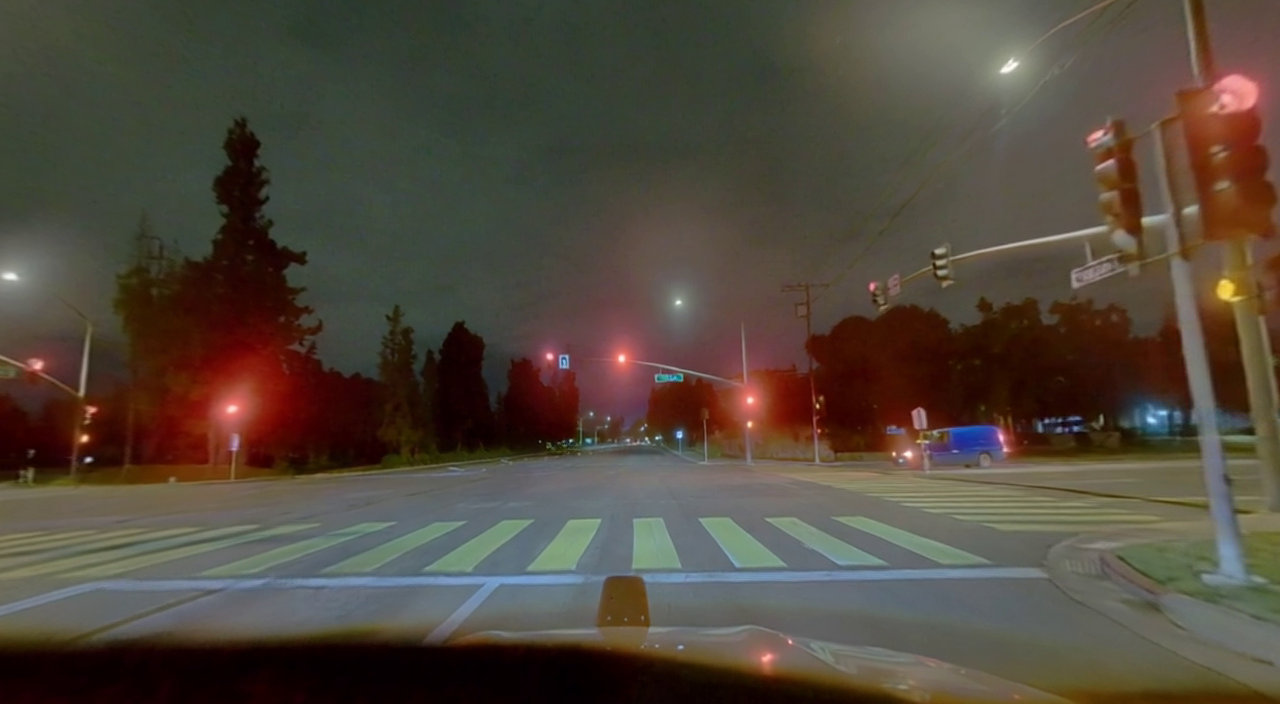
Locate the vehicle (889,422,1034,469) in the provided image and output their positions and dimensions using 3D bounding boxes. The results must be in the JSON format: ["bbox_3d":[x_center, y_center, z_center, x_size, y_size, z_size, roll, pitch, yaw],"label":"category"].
[{"bbox_3d":[12.964,3.802,25.636,4.790,1.798,1.909,0,-8,1],"label":"vehicle"}]
